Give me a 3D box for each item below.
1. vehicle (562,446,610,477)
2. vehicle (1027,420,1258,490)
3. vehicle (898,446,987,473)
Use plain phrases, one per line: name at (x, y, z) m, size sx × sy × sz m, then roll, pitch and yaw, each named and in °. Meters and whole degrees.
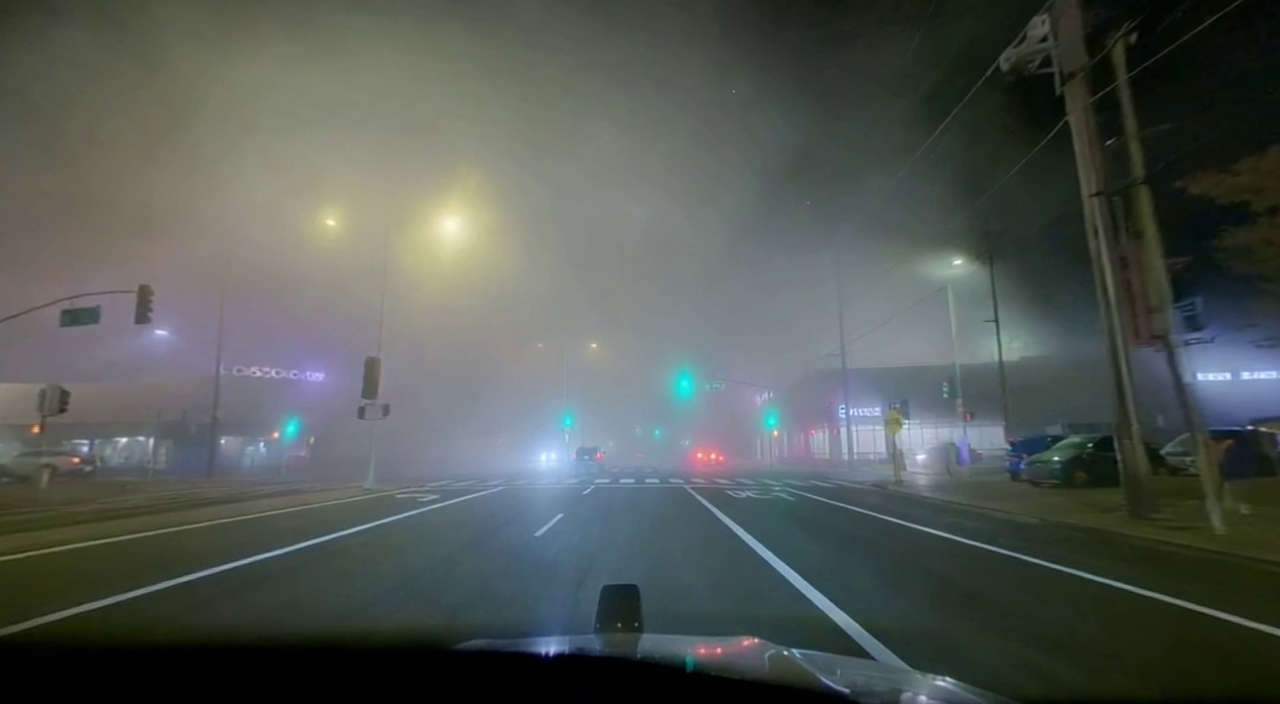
vehicle at (-2.745, 5.674, 32.826) m, size 2.078 × 1.471 × 4.217 m, roll 0°, pitch -9°, yaw 0°
vehicle at (15.300, 3.191, 19.436) m, size 5.130 × 1.810 × 2.126 m, roll -2°, pitch -10°, yaw 0°
vehicle at (17.351, 6.168, 36.218) m, size 4.040 × 1.514 × 2.095 m, roll 0°, pitch -9°, yaw -2°
